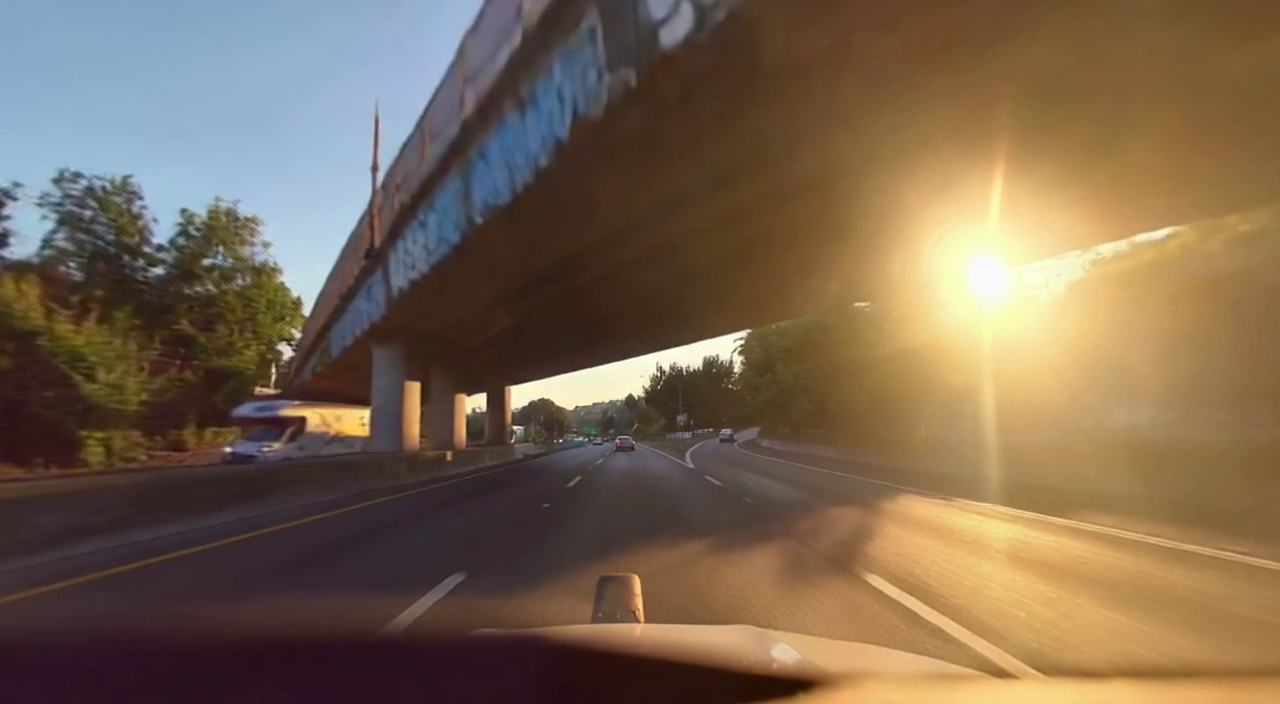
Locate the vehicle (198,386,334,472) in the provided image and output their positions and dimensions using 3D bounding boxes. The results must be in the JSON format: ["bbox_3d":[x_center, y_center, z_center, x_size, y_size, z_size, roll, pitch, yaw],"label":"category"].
[{"bbox_3d":[-18.654,3.939,32.019,3.004,3.917,6.228,0,-8,-1],"label":"vehicle"}]
